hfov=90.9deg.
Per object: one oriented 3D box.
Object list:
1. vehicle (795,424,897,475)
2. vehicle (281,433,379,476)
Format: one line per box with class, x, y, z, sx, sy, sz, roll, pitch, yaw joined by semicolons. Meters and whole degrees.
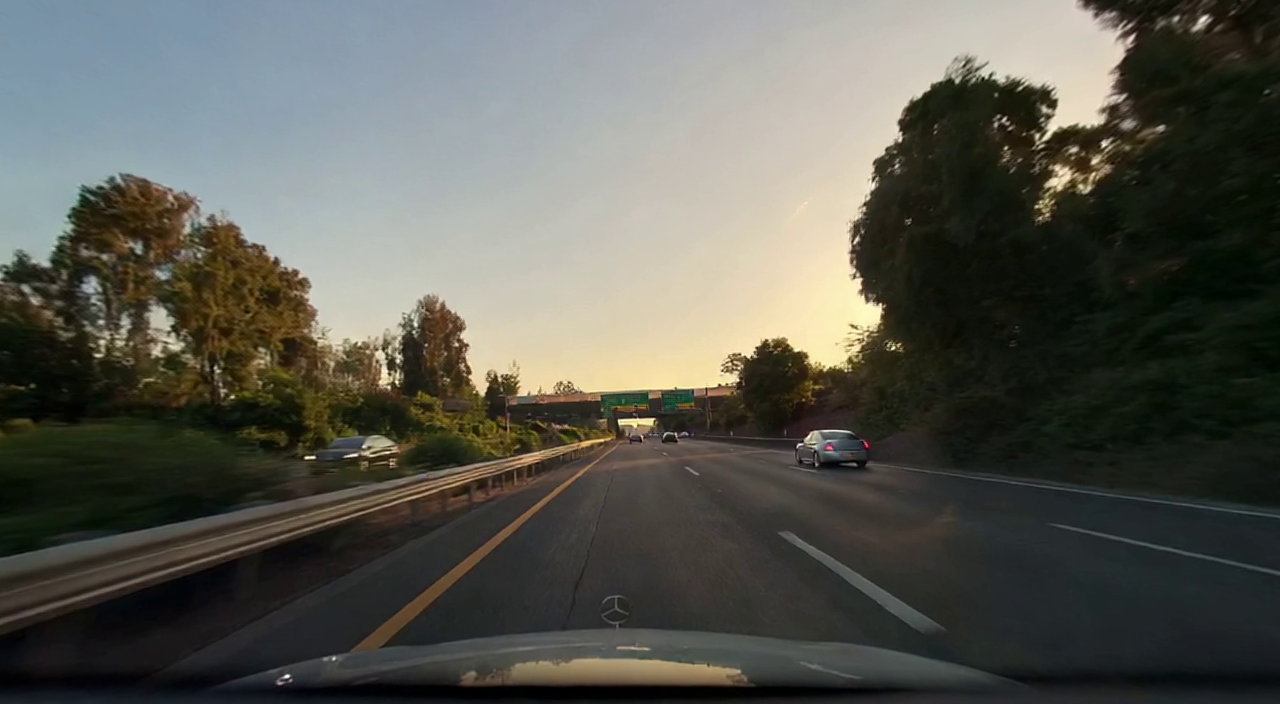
vehicle;6.991;3.334;21.865;1.940;1.578;4.122;0;-8;-3
vehicle;-12.841;4.253;26.467;1.932;1.630;4.386;0;-8;-1
